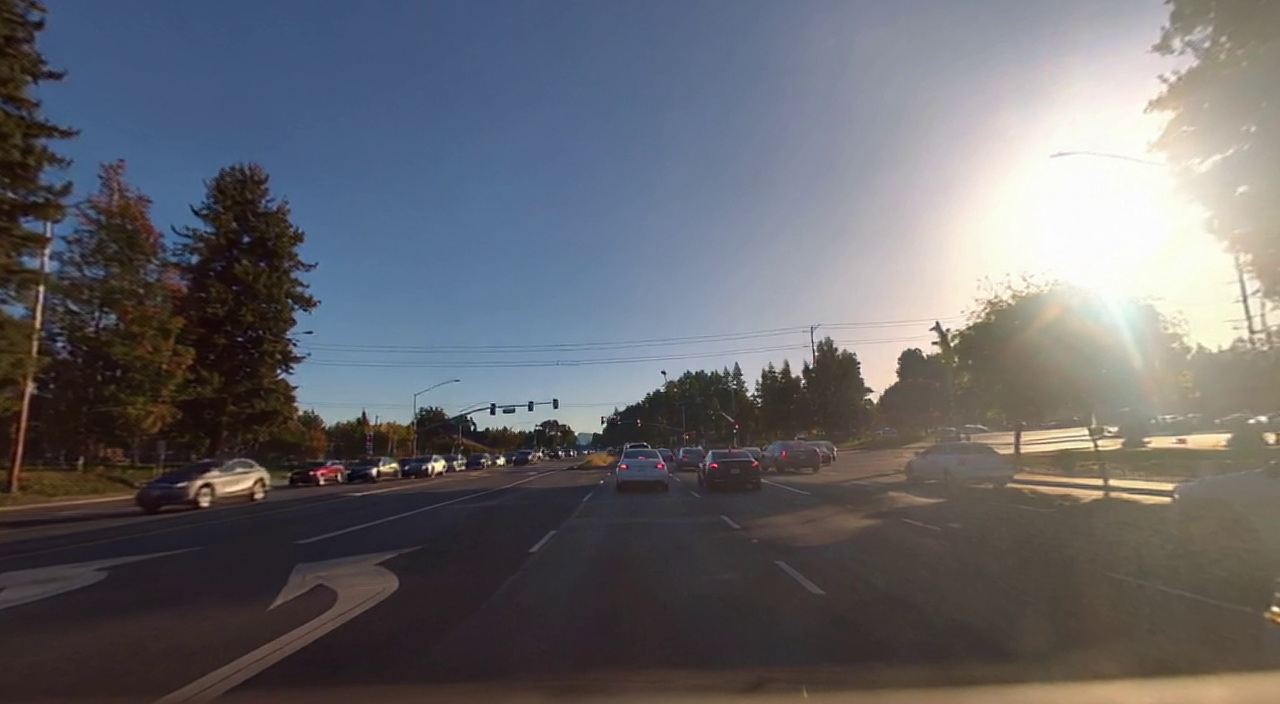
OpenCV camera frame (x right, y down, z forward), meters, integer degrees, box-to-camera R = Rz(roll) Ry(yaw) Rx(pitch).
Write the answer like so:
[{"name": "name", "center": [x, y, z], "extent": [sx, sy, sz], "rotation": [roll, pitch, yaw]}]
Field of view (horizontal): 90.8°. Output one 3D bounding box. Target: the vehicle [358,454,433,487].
[{"name": "vehicle", "center": [-12.107, 5.863, 31.637], "extent": [1.896, 1.484, 4.473], "rotation": [0, -8, 1]}]

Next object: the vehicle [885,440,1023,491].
[{"name": "vehicle", "center": [10.281, 3.754, 21.281], "extent": [1.890, 1.488, 5.113], "rotation": [0, -8, -2]}]

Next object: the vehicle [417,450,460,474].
[{"name": "vehicle", "center": [-15.806, 8.611, 49.769], "extent": [1.935, 1.736, 4.531], "rotation": [0, -8, 0]}]

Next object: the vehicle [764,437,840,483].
[{"name": "vehicle", "center": [6.445, 4.347, 25.631], "extent": [1.931, 1.685, 4.054], "rotation": [0, -8, -1]}]

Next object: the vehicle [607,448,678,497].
[{"name": "vehicle", "center": [0.010, 3.690, 19.774], "extent": [1.990, 1.347, 4.067], "rotation": [0, -8, -1]}]

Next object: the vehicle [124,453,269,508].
[{"name": "vehicle", "center": [-15.759, 4.548, 22.805], "extent": [1.908, 1.703, 4.547], "rotation": [0, -8, 0]}]

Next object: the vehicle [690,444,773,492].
[{"name": "vehicle", "center": [2.983, 3.907, 21.818], "extent": [1.970, 1.445, 4.974], "rotation": [0, -8, -2]}]

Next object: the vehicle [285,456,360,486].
[{"name": "vehicle", "center": [-19.107, 7.137, 38.303], "extent": [1.992, 1.607, 4.965], "rotation": [0, -8, 0]}]
